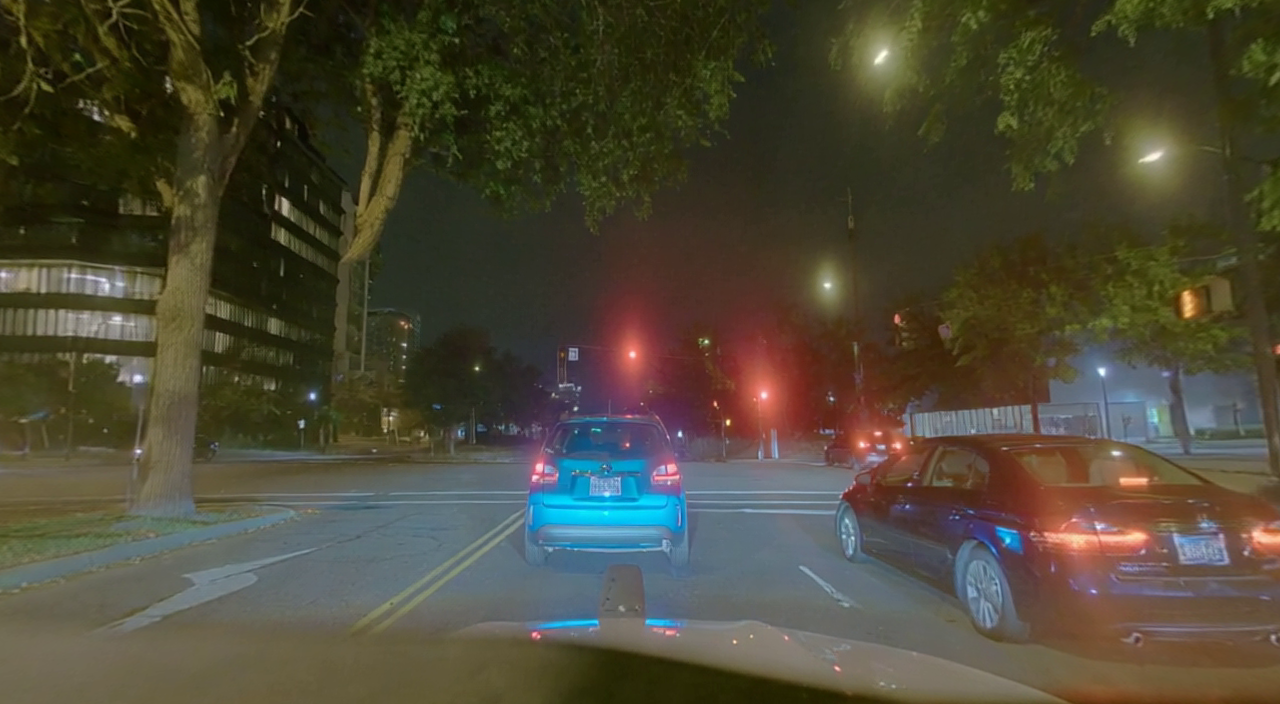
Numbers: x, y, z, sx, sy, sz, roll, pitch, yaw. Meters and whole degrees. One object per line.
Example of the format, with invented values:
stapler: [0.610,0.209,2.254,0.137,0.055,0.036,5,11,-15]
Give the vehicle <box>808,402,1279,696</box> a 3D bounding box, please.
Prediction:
vehicle: [3.161,1.400,5.765,1.932,1.562,4.629,0,-9,0]

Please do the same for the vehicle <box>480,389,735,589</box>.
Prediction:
vehicle: [-0.347,1.526,7.794,2.247,1.760,4.231,0,-9,-2]
